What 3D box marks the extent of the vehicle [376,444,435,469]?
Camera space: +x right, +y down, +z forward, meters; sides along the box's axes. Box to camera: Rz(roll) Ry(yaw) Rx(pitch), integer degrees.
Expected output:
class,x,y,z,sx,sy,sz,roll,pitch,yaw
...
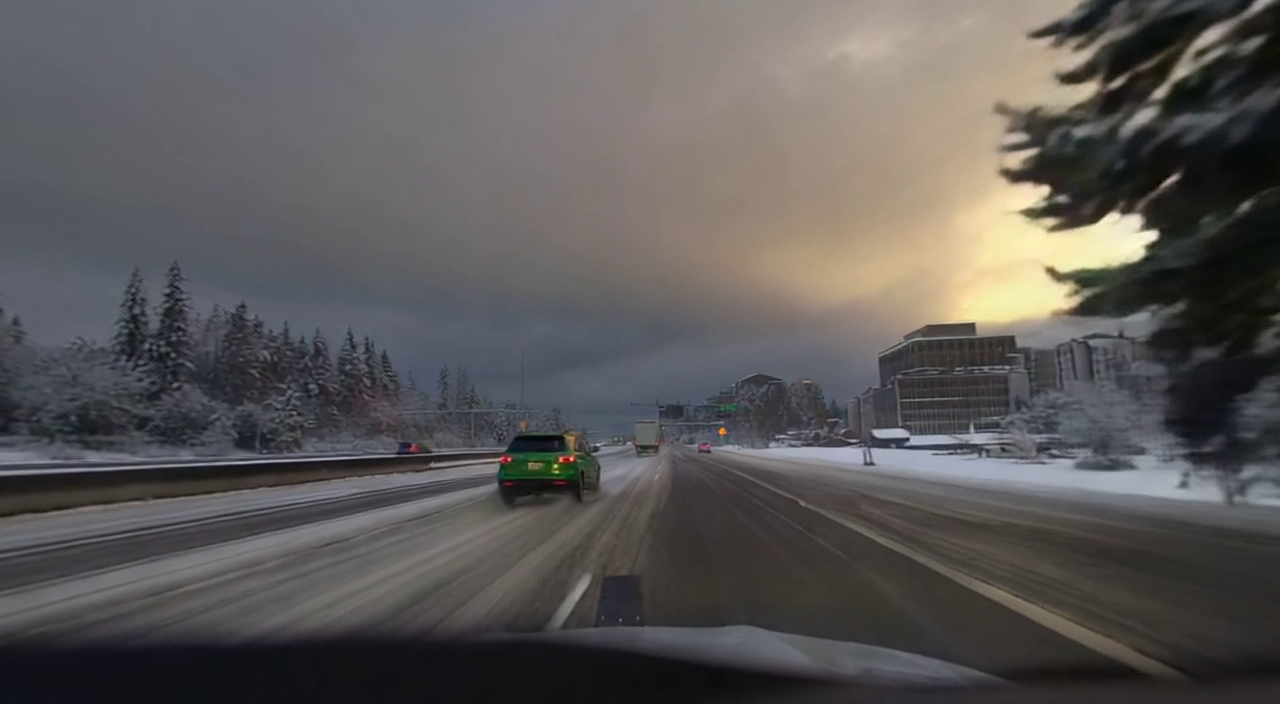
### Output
class,x,y,z,sx,sy,sz,roll,pitch,yaw
vehicle,-15.478,6.900,41.801,1.965,1.503,4.579,0,-9,3

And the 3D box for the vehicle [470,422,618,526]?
class,x,y,z,sx,sy,sz,roll,pitch,yaw
vehicle,-1.722,2.416,13.000,2.111,1.742,4.315,0,-9,4

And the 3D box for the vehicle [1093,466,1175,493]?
class,x,y,z,sx,sy,sz,roll,pitch,yaw
vehicle,36.812,9.488,47.116,1.978,1.662,5.032,1,-9,-1
